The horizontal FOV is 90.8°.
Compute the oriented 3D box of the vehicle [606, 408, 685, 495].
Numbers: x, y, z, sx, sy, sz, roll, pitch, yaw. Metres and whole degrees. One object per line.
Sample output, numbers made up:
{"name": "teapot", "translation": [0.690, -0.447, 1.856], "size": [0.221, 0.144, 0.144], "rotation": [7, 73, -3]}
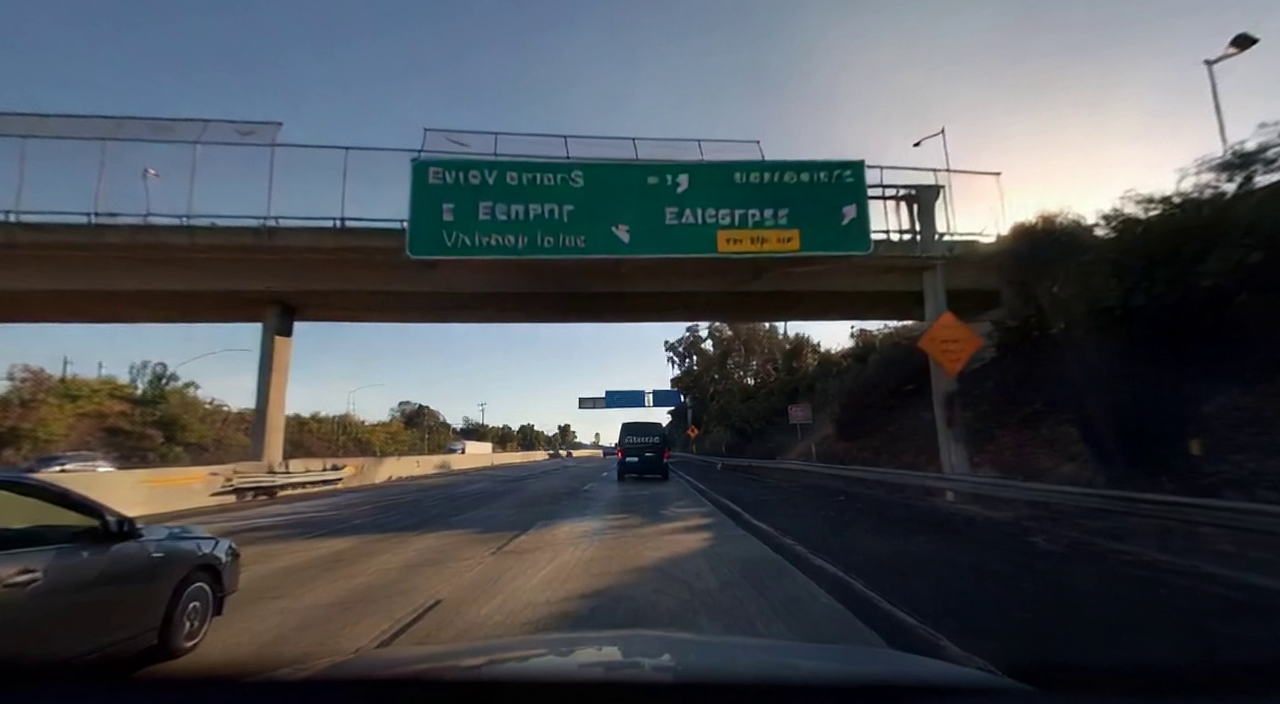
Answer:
{"name": "vehicle", "translation": [0.073, 3.368, 21.498], "size": [2.332, 2.558, 5.314], "rotation": [0, -9, -2]}

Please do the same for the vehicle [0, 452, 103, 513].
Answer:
{"name": "vehicle", "translation": [-15.759, 3.198, 15.640], "size": [1.685, 1.402, 3.585], "rotation": [0, -9, 0]}
